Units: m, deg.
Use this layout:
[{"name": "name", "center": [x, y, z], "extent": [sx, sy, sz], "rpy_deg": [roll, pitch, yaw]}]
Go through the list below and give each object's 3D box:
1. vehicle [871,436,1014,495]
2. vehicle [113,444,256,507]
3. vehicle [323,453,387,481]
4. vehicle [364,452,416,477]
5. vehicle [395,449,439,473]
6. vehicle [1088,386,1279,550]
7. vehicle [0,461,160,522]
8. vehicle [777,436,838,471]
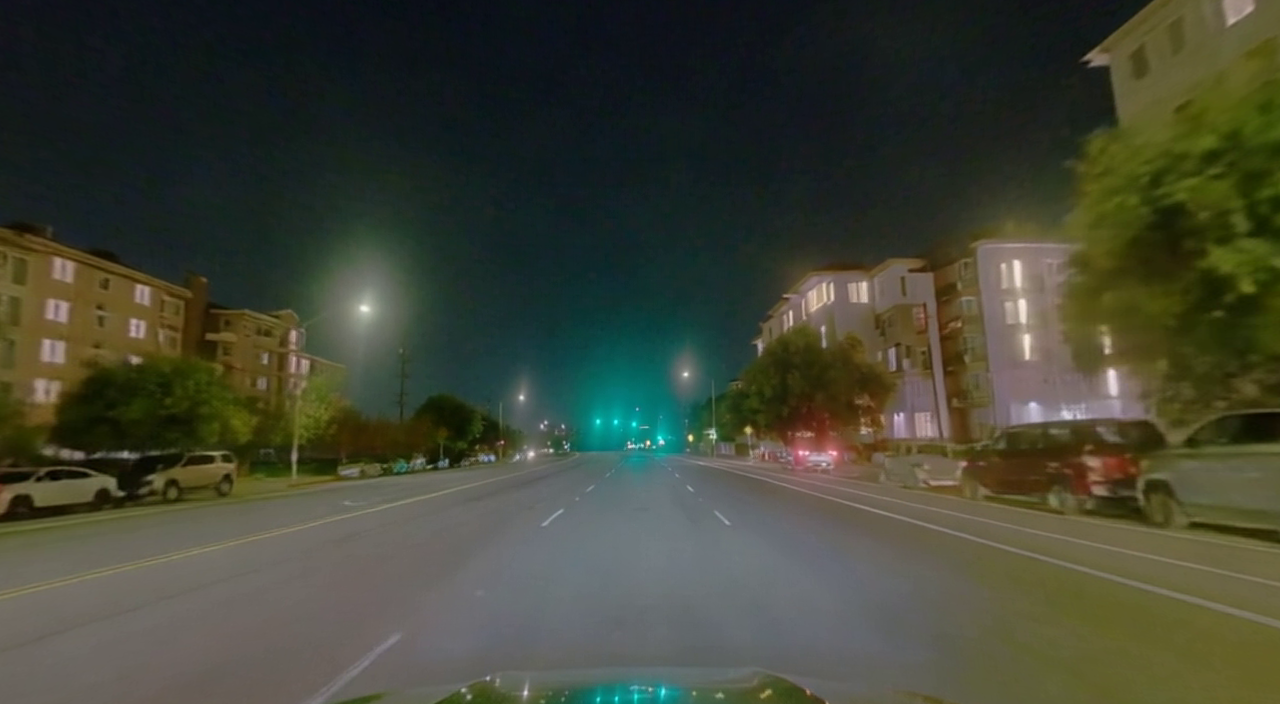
[{"name": "vehicle", "center": [9.899, 3.759, 21.283], "extent": [2.159, 1.734, 5.384], "rpy_deg": [0, -9, 0]}, {"name": "vehicle", "center": [-17.059, 4.565, 23.967], "extent": [2.046, 1.945, 4.688], "rpy_deg": [-1, -7, -2]}, {"name": "vehicle", "center": [-16.991, 6.866, 37.804], "extent": [1.891, 1.474, 4.437], "rpy_deg": [-1, -8, -2]}, {"name": "vehicle", "center": [-16.974, 7.638, 43.014], "extent": [1.807, 1.466, 4.693], "rpy_deg": [-1, -8, -2]}, {"name": "vehicle", "center": [-17.150, 8.385, 48.713], "extent": [1.859, 1.694, 4.638], "rpy_deg": [-1, -8, -3]}, {"name": "vehicle", "center": [9.515, 1.609, 8.787], "extent": [2.115, 2.151, 5.826], "rpy_deg": [0, -9, -1]}, {"name": "vehicle", "center": [-17.029, 4.066, 18.845], "extent": [1.740, 1.442, 4.678], "rpy_deg": [-1, -8, -1]}, {"name": "vehicle", "center": [10.023, 6.116, 38.220], "extent": [2.091, 1.962, 5.091], "rpy_deg": [1, -9, -2]}]
